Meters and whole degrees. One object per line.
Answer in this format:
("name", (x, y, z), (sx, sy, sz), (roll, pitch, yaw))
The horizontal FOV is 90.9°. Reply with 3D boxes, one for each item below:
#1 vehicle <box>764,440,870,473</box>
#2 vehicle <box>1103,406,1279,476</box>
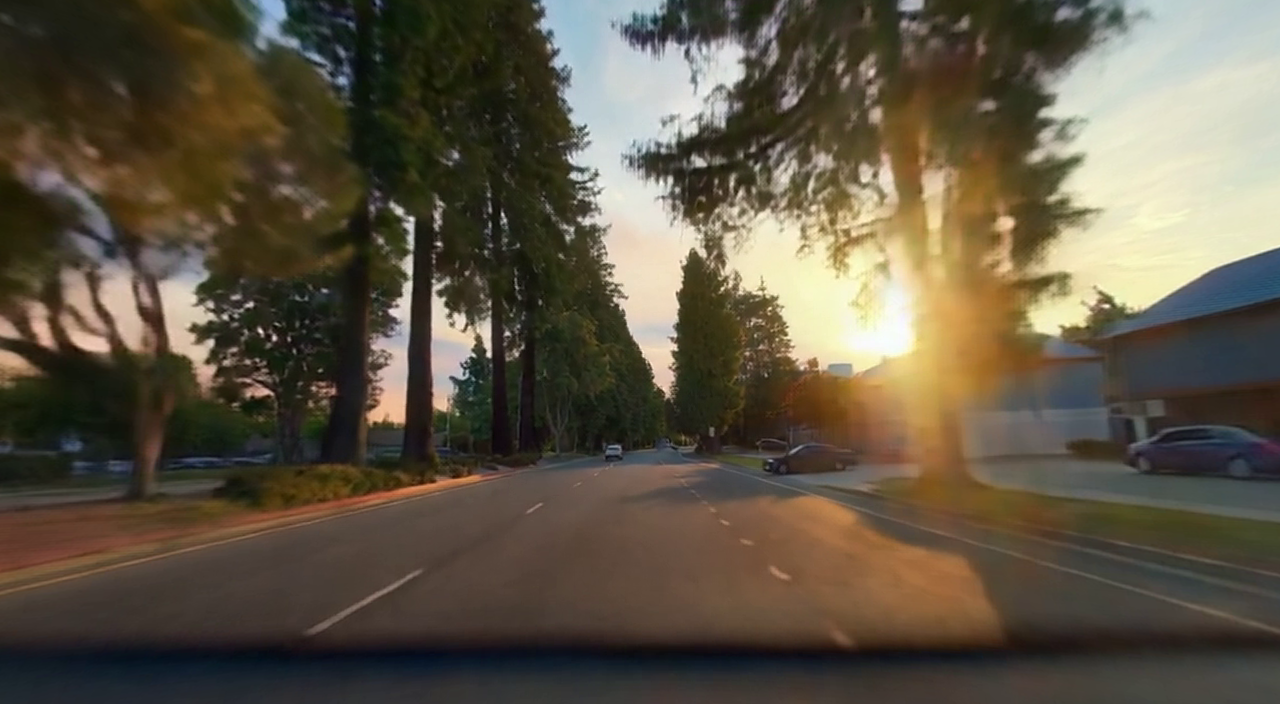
("vehicle", (8.344, 4.987, 30.111), (4.575, 1.514, 1.932), (-1, -9, 8))
("vehicle", (17.473, 2.762, 19.447), (2.094, 1.813, 5.789), (0, -9, 2))
